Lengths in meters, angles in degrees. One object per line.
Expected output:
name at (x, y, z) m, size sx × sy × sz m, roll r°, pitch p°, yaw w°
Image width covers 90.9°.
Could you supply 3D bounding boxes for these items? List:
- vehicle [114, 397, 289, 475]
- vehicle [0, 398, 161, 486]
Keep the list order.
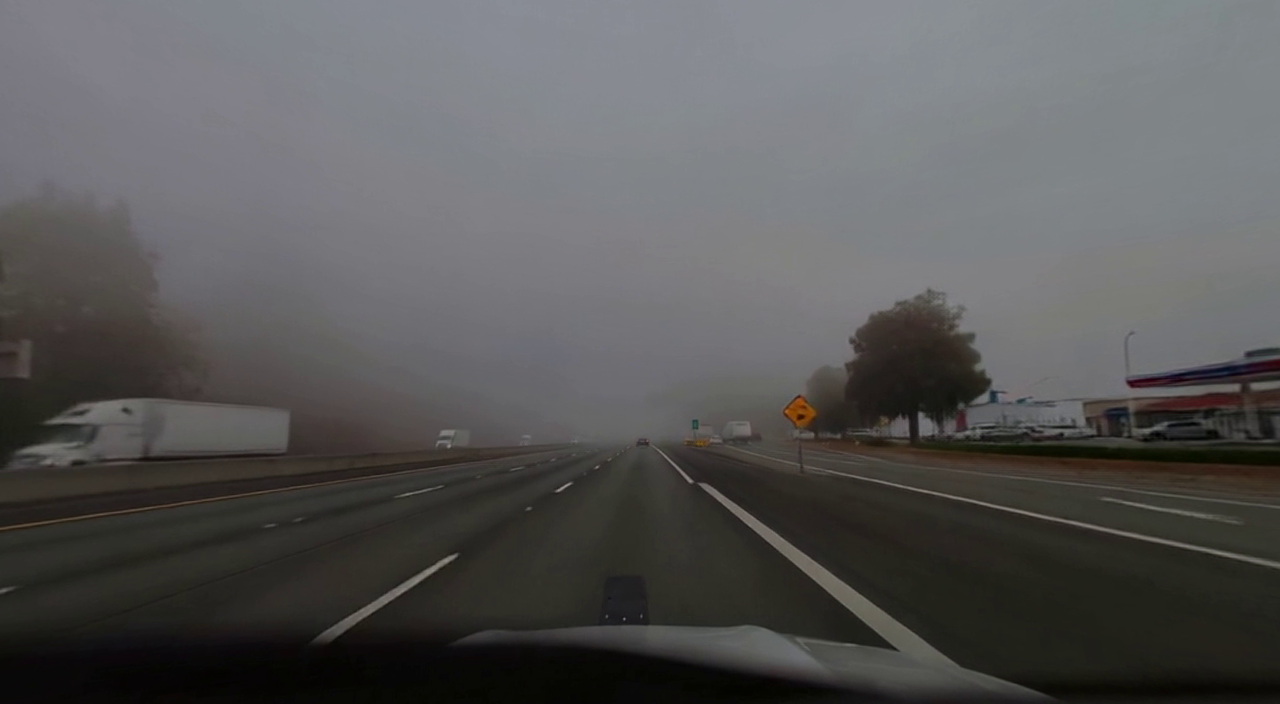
vehicle at (-28.452, 5.685, 42.151) m, size 3.134 × 4.422 × 12.041 m, roll 0°, pitch -8°, yaw -1°
vehicle at (-28.325, 4.531, 31.800) m, size 3.372 × 3.925 × 6.100 m, roll 0°, pitch -8°, yaw -1°
